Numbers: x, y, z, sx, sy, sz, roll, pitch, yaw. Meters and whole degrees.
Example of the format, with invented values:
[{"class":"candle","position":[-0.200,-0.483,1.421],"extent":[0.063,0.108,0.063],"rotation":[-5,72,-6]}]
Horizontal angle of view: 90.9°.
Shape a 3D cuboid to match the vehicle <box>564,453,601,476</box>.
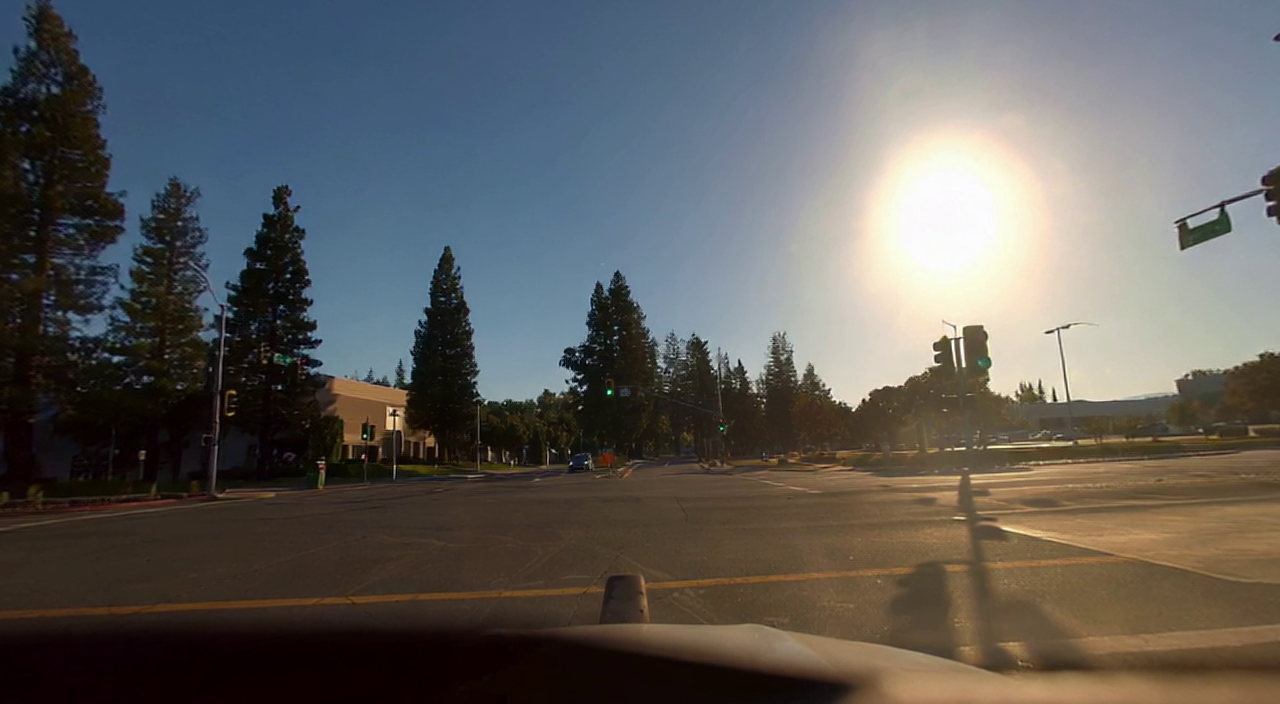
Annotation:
[{"class":"vehicle","position":[-4.470,8.856,49.858],"extent":[2.030,1.704,4.205],"rotation":[-1,-8,7]}]
